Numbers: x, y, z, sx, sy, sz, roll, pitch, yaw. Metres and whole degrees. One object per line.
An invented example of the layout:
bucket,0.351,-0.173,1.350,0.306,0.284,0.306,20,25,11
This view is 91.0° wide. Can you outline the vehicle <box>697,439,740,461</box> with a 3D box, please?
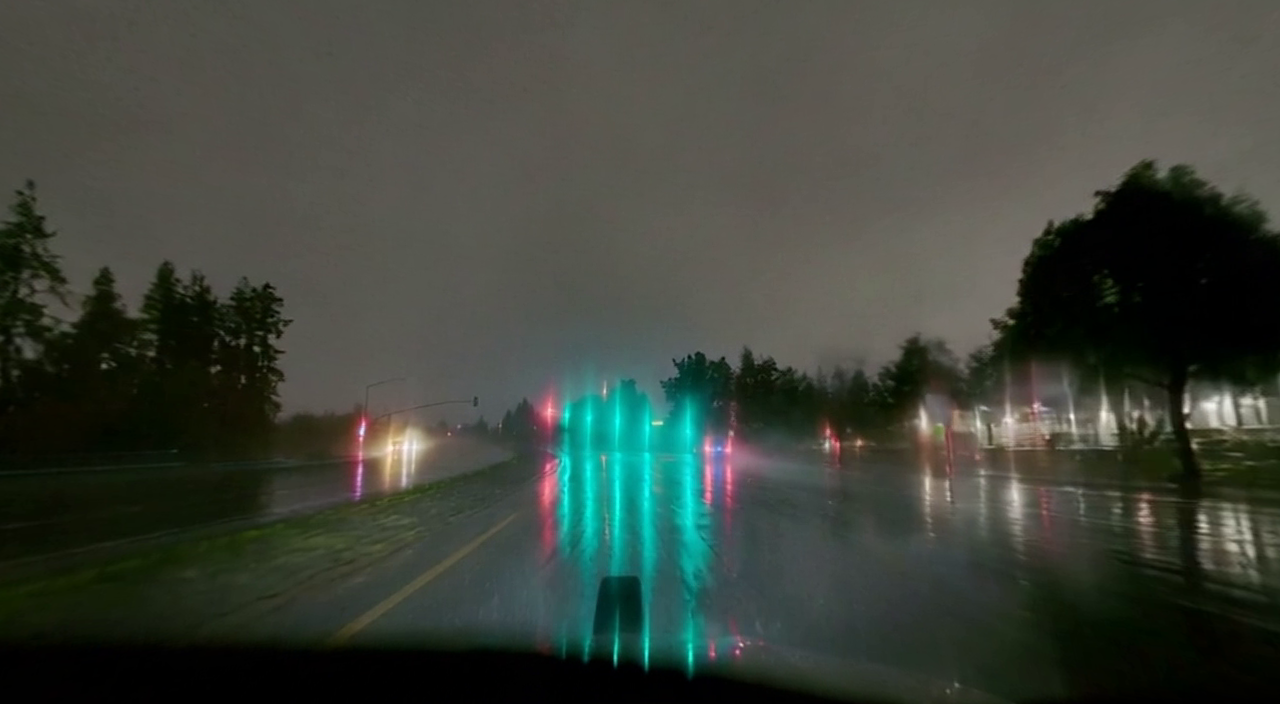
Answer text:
vehicle,5.616,7.087,45.515,1.908,1.483,4.474,1,-9,-8
